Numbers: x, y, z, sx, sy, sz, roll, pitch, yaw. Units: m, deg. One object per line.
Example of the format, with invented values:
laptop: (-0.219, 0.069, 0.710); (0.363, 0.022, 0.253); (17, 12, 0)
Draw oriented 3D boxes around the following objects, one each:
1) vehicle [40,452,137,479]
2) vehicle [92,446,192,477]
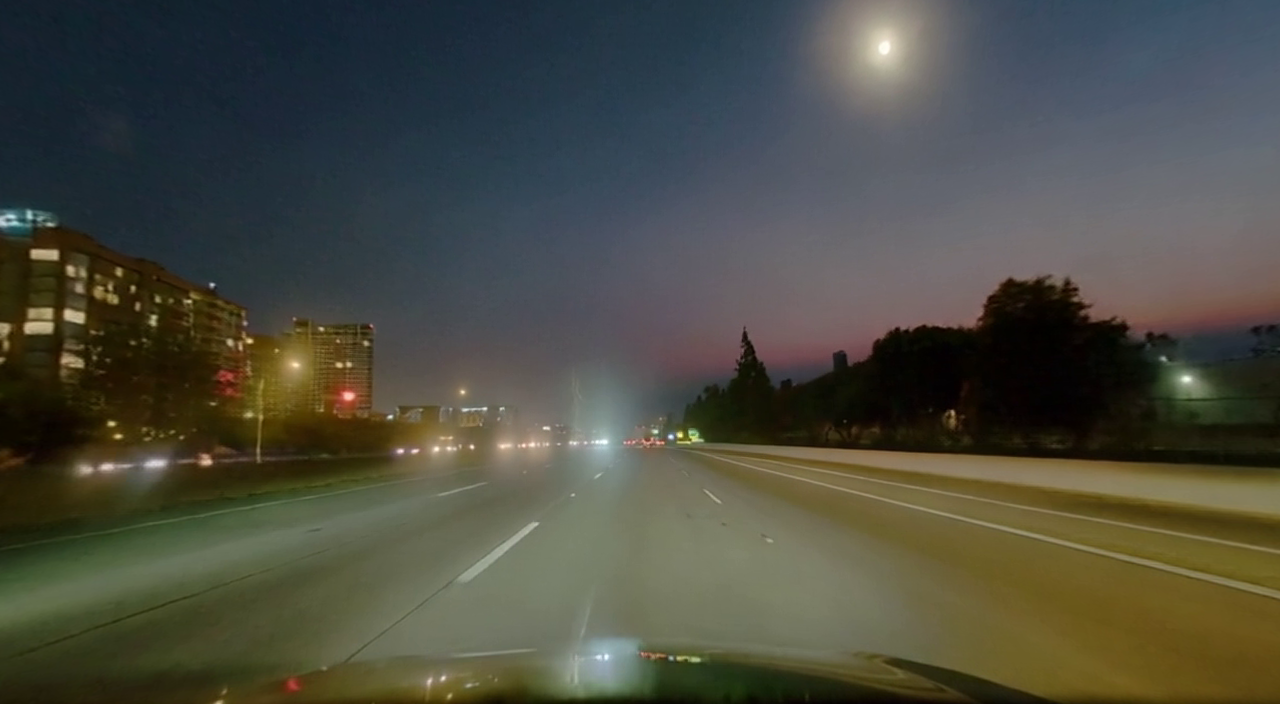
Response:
vehicle: (-34.400, 7.055, 39.358); (1.877, 1.546, 4.656); (0, -8, 0)
vehicle: (-30.316, 6.641, 38.435); (2.022, 1.716, 4.899); (0, -8, 0)
